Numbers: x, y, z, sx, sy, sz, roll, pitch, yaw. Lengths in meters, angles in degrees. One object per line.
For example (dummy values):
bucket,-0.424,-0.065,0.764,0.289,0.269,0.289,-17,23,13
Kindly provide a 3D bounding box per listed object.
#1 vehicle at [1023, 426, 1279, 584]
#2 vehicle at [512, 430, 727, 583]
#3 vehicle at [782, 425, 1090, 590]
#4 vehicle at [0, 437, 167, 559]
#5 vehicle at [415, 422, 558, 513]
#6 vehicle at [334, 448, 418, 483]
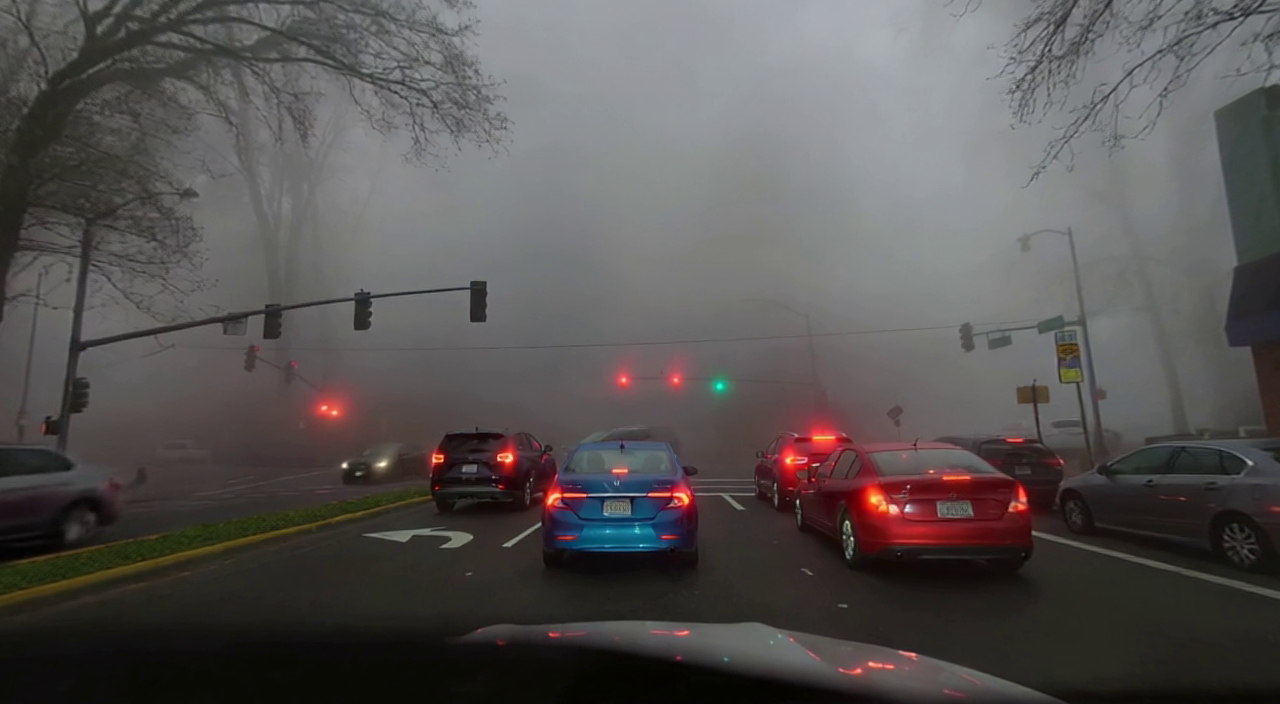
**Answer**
vehicle,7.194,1.732,7.825,2.004,1.508,4.646,0,-8,0
vehicle,-0.177,1.805,8.191,2.098,1.477,3.897,0,-8,1
vehicle,3.235,1.762,8.035,2.020,1.513,4.120,0,-8,2
vehicle,-8.816,1.829,7.995,1.966,1.469,4.714,0,-9,1
vehicle,-3.446,2.710,15.396,2.160,1.823,5.115,0,-8,1
vehicle,-12.238,5.247,29.619,1.872,1.463,4.455,0,-8,2
